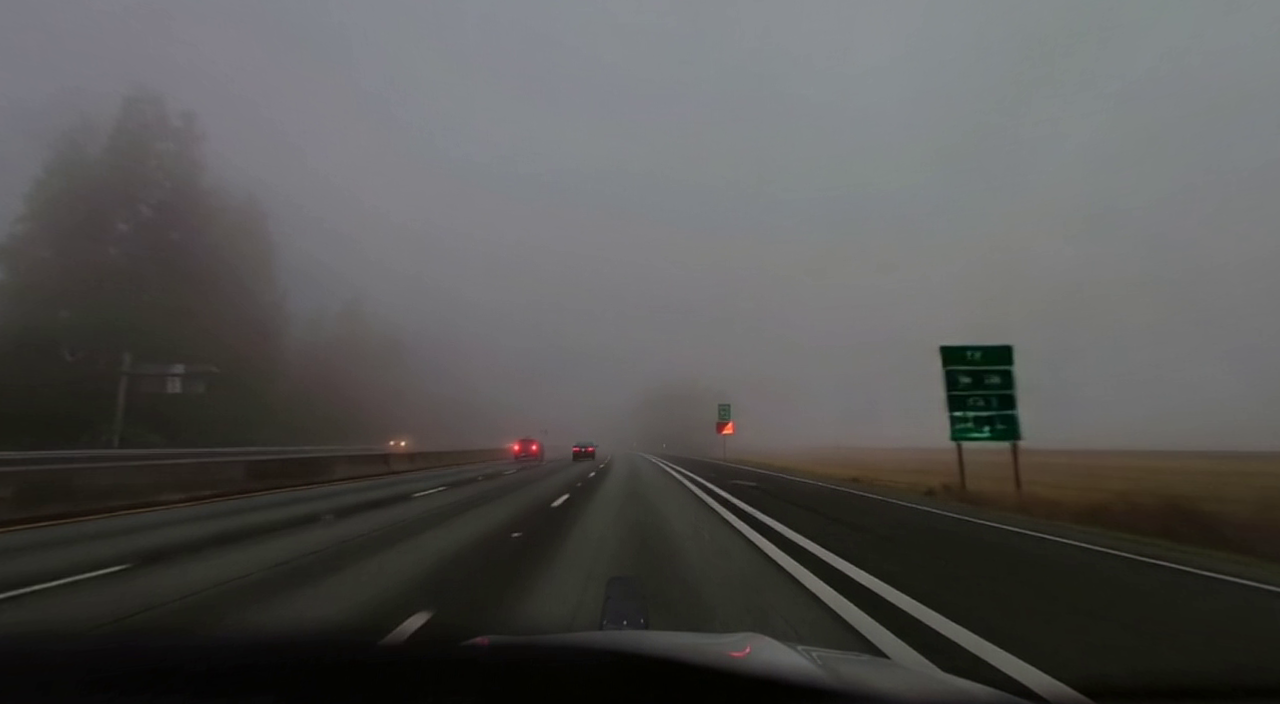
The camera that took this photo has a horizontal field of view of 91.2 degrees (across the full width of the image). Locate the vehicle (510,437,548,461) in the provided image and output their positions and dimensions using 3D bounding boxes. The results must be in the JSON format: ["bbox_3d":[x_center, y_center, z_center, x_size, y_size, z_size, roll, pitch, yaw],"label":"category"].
[{"bbox_3d":[-8.037,7.053,45.790,2.080,1.632,4.332,0,-8,-1],"label":"vehicle"}]

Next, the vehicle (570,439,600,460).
[{"bbox_3d":[-4.208,7.563,48.640,2.075,1.516,4.212,0,-8,-1],"label":"vehicle"}]
